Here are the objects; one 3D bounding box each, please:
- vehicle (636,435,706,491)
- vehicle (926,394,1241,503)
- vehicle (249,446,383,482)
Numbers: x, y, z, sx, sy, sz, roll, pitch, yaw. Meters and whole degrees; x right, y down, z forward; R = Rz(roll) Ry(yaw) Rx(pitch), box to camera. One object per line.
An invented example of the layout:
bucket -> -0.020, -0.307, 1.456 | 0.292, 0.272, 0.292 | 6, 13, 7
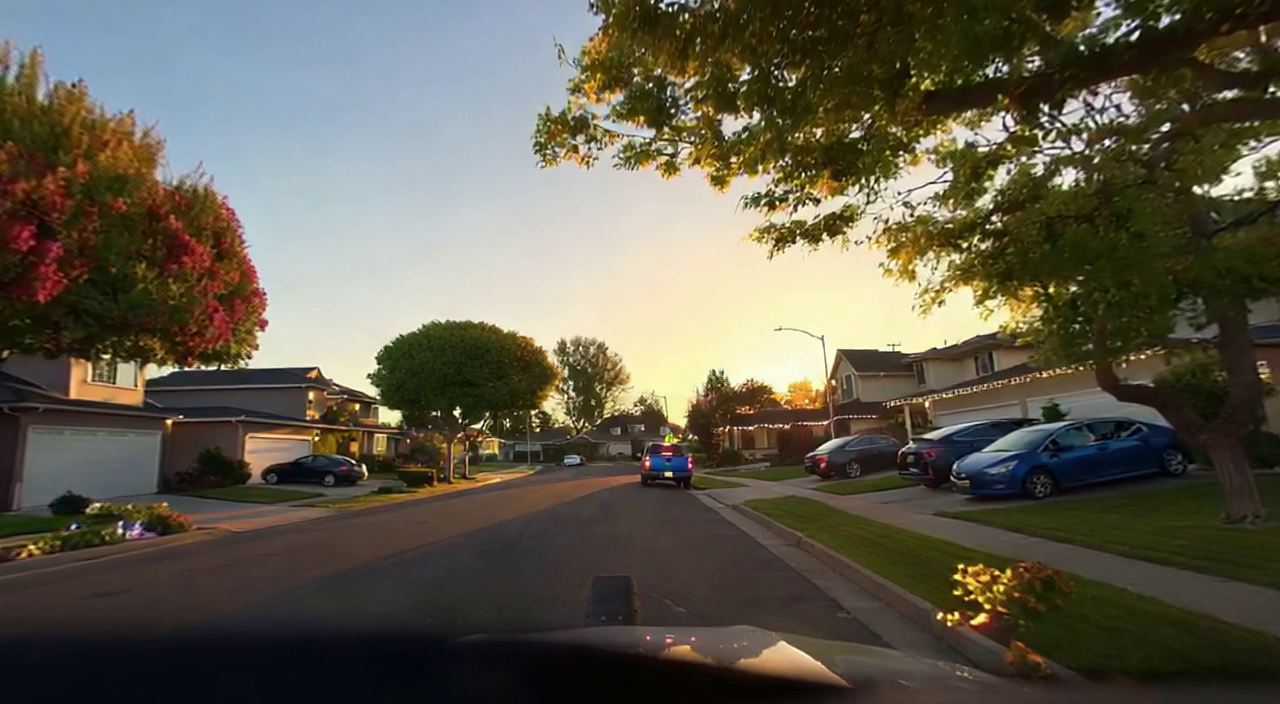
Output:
vehicle -> 1.259, 4.502, 26.103 | 2.552, 2.024, 5.414 | -1, -8, 3
vehicle -> 8.407, 1.887, 12.368 | 4.554, 1.515, 1.858 | -6, -9, 3
vehicle -> -14.334, 4.951, 28.175 | 4.916, 1.485, 1.807 | 0, -9, -3
